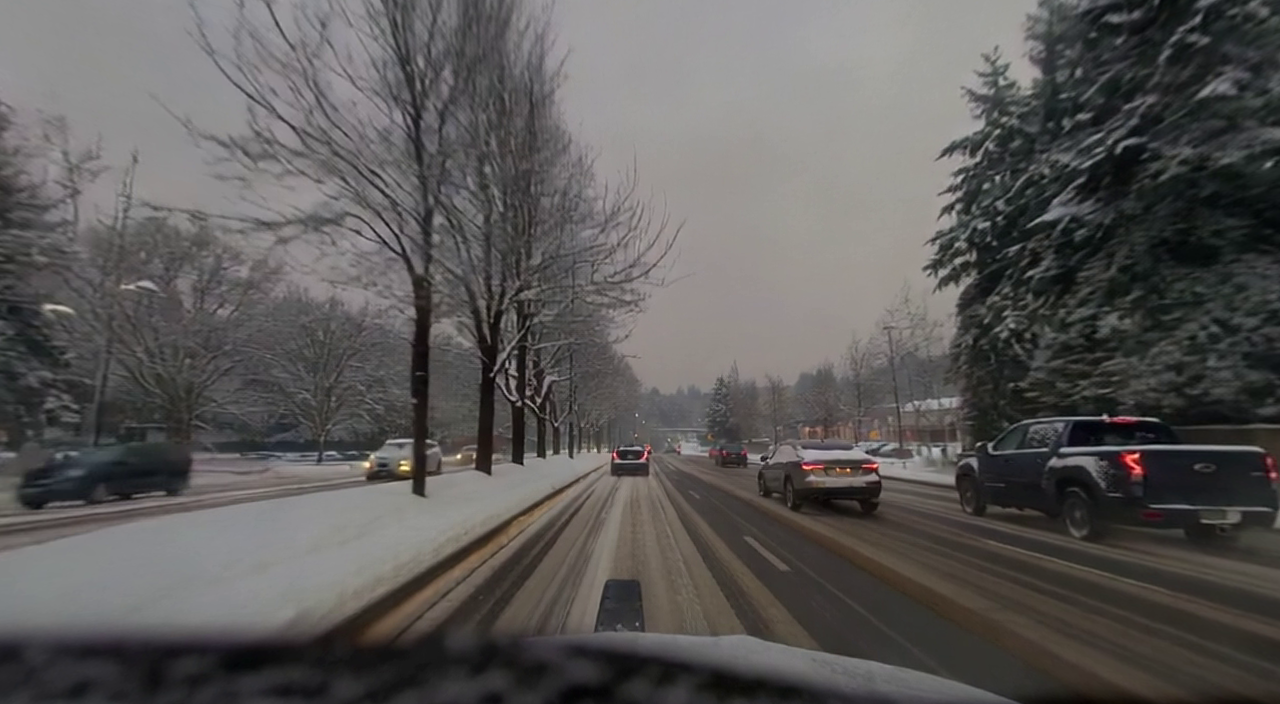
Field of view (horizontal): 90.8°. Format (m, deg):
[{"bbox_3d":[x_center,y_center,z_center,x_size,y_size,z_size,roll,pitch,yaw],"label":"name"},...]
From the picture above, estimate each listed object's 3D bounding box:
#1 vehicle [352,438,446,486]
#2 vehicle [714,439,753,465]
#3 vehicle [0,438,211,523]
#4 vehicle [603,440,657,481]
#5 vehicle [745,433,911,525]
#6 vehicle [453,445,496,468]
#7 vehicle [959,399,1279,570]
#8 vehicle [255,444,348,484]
[{"bbox_3d":[-9.438,4.336,25.183,1.950,1.717,4.299,-1,-9,1],"label":"vehicle"},{"bbox_3d":[6.937,7.483,47.297,2.068,1.779,4.567,0,-9,-2],"label":"vehicle"},{"bbox_3d":[-13.179,3.041,15.516,2.029,1.737,4.471,-1,-9,1],"label":"vehicle"},{"bbox_3d":[-0.400,4.280,25.106,1.994,1.479,3.647,0,-9,-1],"label":"vehicle"},{"bbox_3d":[3.416,2.391,12.438,1.858,1.466,4.230,0,-9,-2],"label":"vehicle"},{"bbox_3d":[-12.517,7.912,48.075,1.973,1.674,4.492,-1,-9,1],"label":"vehicle"},{"bbox_3d":[6.913,1.761,9.123,2.134,1.810,4.590,0,-9,-1],"label":"vehicle"},{"bbox_3d":[-16.947,5.588,31.972,1.983,1.828,4.833,-1,-9,1],"label":"vehicle"}]
